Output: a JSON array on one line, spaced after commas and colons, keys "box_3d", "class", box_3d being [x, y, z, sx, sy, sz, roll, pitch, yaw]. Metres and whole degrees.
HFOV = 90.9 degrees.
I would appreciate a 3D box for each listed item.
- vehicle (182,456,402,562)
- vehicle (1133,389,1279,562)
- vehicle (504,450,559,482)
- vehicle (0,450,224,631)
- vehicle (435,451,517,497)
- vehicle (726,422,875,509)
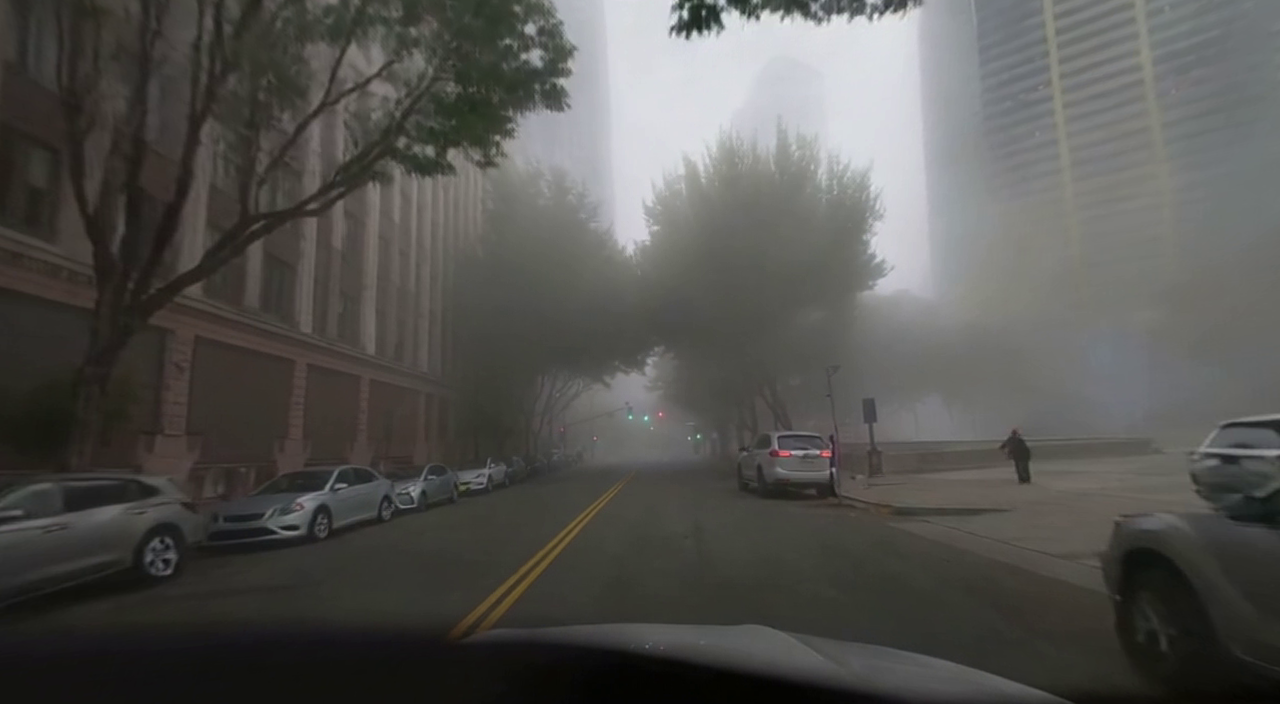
[{"box_3d": [-6.700, 3.003, 12.911, 1.944, 1.574, 4.717, -2, -8, -1], "class": "vehicle"}, {"box_3d": [9.393, 1.414, 7.598, 4.772, 1.876, 2.400, -1, -9, 1], "class": "vehicle"}, {"box_3d": [-5.945, 6.274, 35.084, 2.270, 1.539, 4.855, -2, -8, -1], "class": "vehicle"}, {"box_3d": [-6.918, 1.893, 6.530, 2.123, 1.596, 4.659, -2, -8, -1], "class": "vehicle"}, {"box_3d": [-6.295, 4.705, 24.726, 2.110, 1.498, 4.555, -2, -8, -1], "class": "vehicle"}, {"box_3d": [4.292, 3.183, 18.287, 2.568, 2.001, 5.999, -2, -8, -1], "class": "vehicle"}]
